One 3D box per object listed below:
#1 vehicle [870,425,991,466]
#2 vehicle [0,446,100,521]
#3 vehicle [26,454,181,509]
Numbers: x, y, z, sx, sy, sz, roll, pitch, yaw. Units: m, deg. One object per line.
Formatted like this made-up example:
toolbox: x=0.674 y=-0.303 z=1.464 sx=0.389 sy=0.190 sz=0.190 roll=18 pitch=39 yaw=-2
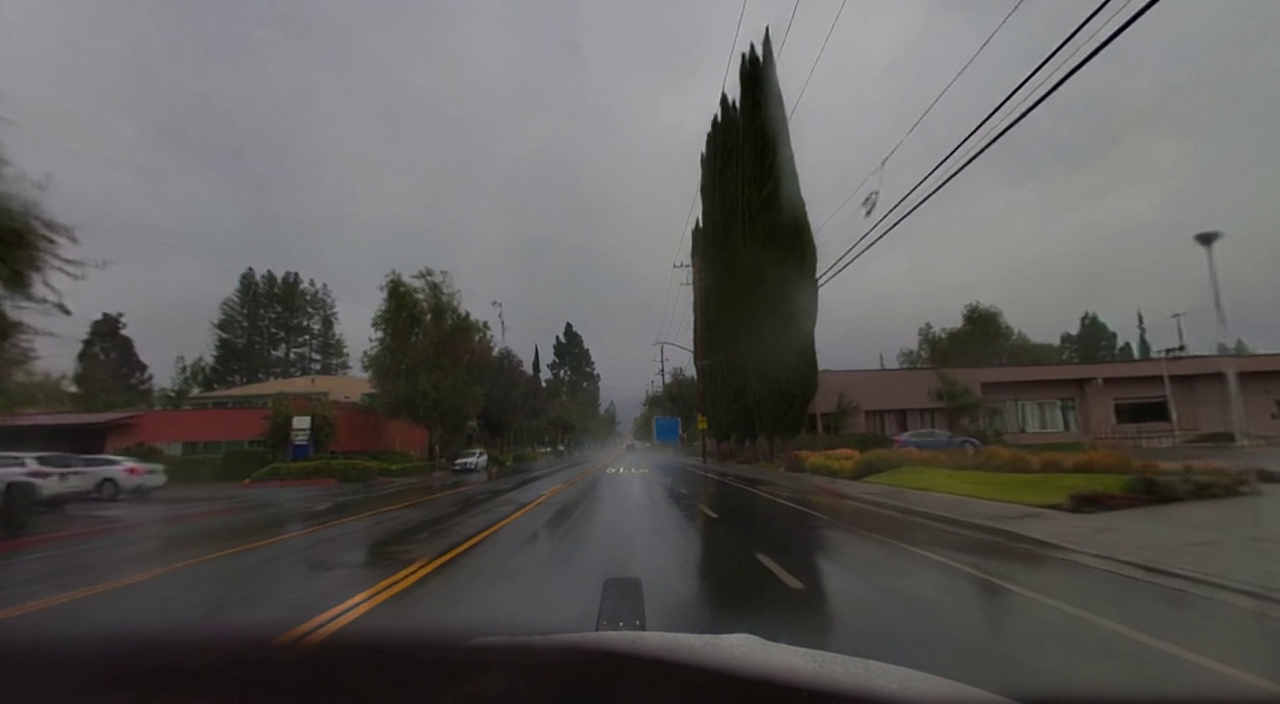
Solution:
vehicle: x=12.634 y=4.076 z=27.520 sx=4.554 sy=1.668 sz=1.974 roll=-5 pitch=-10 yaw=28
vehicle: x=-16.585 y=3.374 z=16.665 sx=4.311 sy=1.746 sz=1.984 roll=-5 pitch=-10 yaw=29
vehicle: x=-16.536 y=3.905 z=19.456 sx=4.546 sy=1.497 sz=1.908 roll=-5 pitch=-10 yaw=27
